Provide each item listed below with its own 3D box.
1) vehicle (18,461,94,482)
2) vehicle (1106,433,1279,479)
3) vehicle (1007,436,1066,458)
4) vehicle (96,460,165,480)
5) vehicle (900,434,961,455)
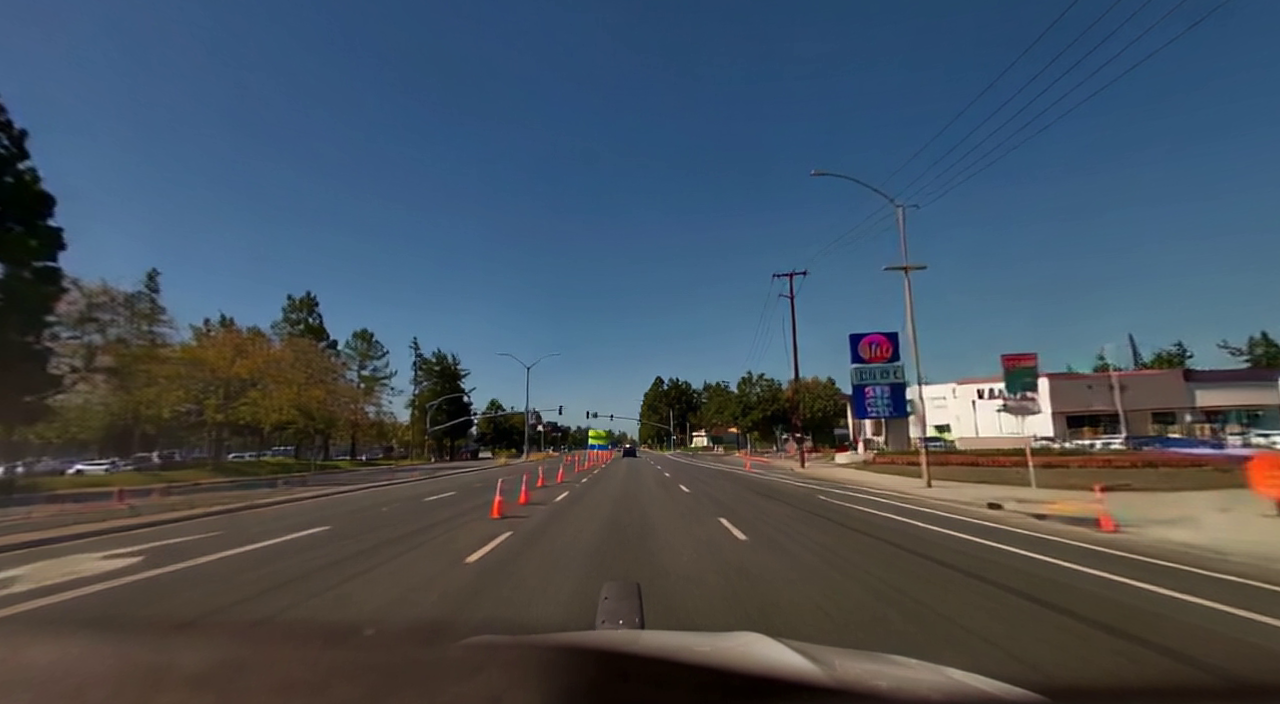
[{"bbox_3d":[-45.002,9.183,48.784,1.876,1.475,4.116,0,-9,0],"label":"vehicle"},{"bbox_3d":[18.340,3.370,20.578,4.674,1.399,1.987,0,-8,0],"label":"vehicle"},{"bbox_3d":[29.750,7.166,47.566,1.784,1.567,3.930,-1,-9,-1],"label":"vehicle"},{"bbox_3d":[-39.387,9.113,48.944,1.676,1.381,4.392,0,-8,1],"label":"vehicle"},{"bbox_3d":[20.707,6.616,45.110,3.526,1.430,1.698,0,-9,1],"label":"vehicle"}]
